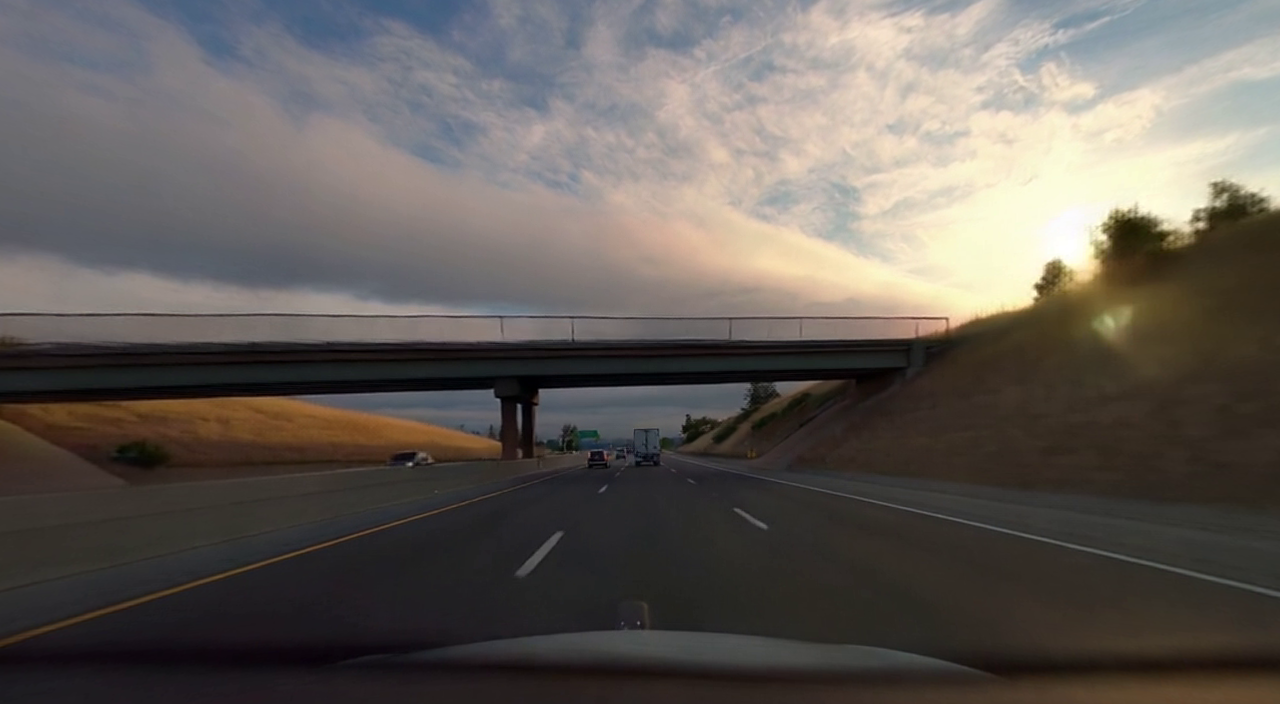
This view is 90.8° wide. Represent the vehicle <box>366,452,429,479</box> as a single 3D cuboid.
[{"bbox_3d":[-15.573,7.273,40.825,2.234,1.590,4.641,0,-9,0],"label":"vehicle"}]

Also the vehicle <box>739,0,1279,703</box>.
[{"bbox_3d":[4.061,0.436,7.453,3.131,4.037,16.729,0,-9,0],"label":"vehicle"}]

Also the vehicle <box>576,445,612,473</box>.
[{"bbox_3d":[-2.933,6.894,40.808,2.007,1.647,3.854,0,-9,0],"label":"vehicle"}]
